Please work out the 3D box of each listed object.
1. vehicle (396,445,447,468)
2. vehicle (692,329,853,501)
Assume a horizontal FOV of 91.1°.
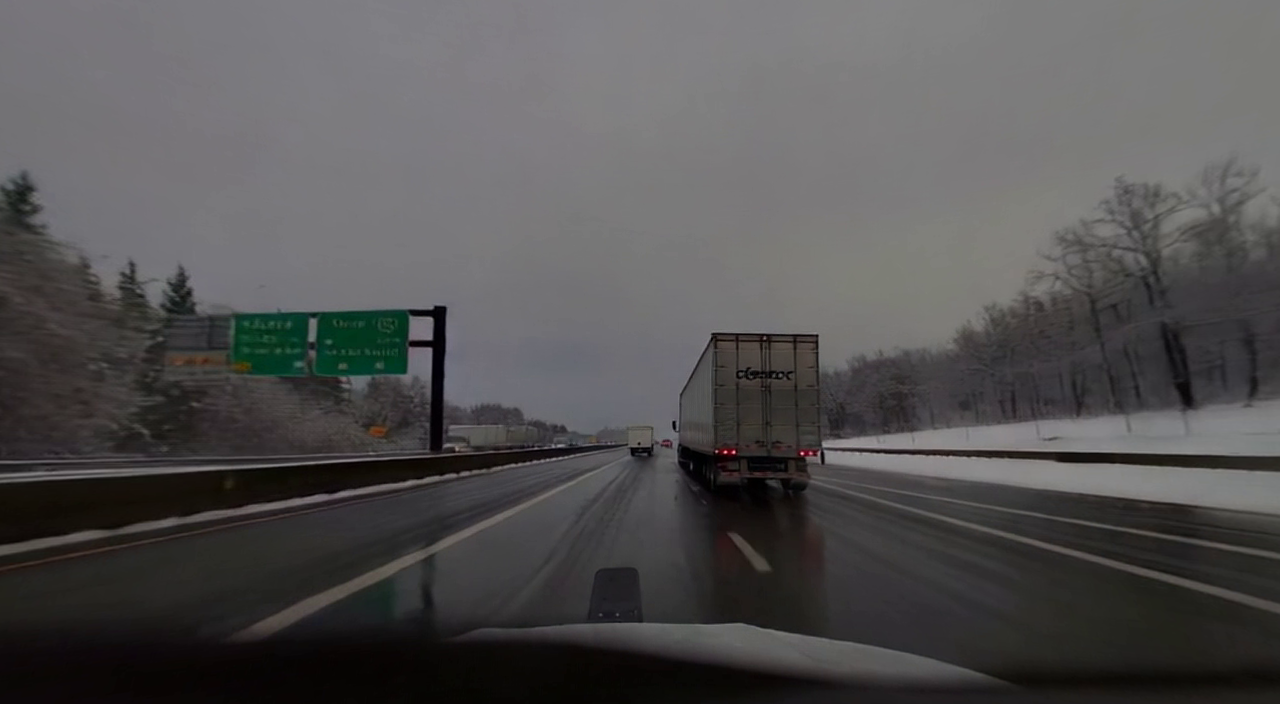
[{"bbox_3d":[-16.398,7.821,47.362,1.980,1.538,4.622,-1,-8,3],"label":"vehicle"},{"bbox_3d":[3.369,2.070,19.166,2.920,3.860,10.035,0,-8,1],"label":"vehicle"}]
